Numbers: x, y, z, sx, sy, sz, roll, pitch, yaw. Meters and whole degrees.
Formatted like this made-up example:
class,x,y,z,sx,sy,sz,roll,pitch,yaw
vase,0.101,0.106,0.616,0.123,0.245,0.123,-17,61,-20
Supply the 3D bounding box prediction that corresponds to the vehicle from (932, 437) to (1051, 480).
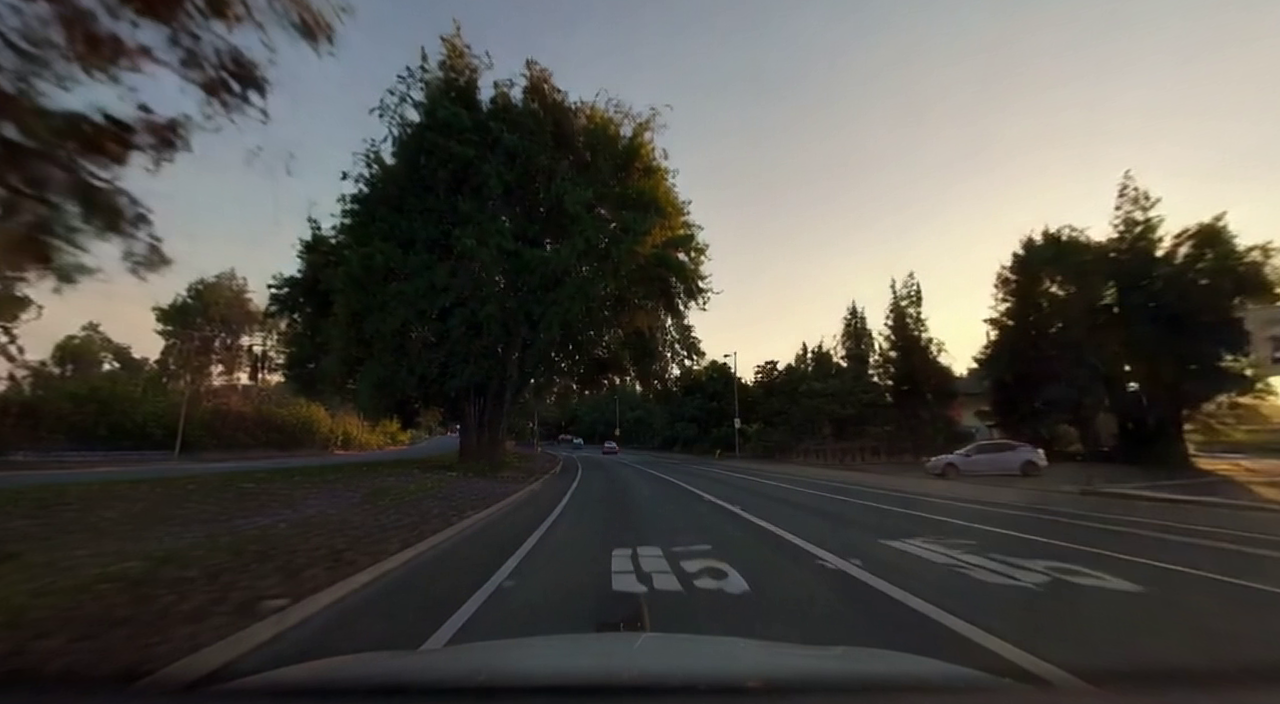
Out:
class,x,y,z,sx,sy,sz,roll,pitch,yaw
vehicle,16.260,4.918,29.366,4.457,1.724,1.871,3,-8,-1
